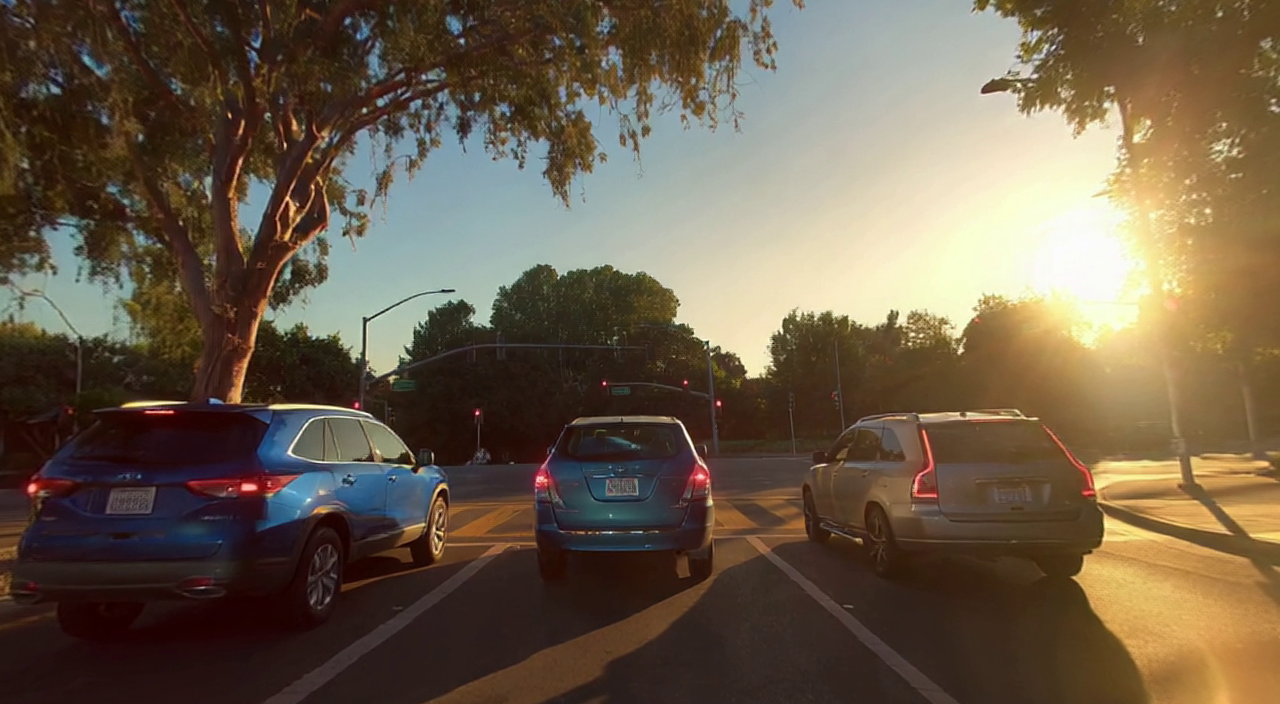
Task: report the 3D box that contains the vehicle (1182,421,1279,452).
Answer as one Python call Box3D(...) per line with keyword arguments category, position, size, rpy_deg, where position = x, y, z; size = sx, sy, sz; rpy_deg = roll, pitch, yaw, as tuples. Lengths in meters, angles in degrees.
Box3D(category="vehicle", position=(32.818, 4.659, 34.761), size=(4.175, 1.634, 1.877), rpy_deg=(1, -8, -5))

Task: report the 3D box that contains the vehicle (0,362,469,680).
Box3D(category="vehicle", position=(-3.271, 1.281, 5.890), size=(2.047, 1.810, 4.414), rpy_deg=(0, -8, 1))

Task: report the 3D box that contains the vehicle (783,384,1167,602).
Box3D(category="vehicle", position=(3.270, 1.488, 7.518), size=(2.083, 1.779, 4.532), rpy_deg=(0, -8, 0))

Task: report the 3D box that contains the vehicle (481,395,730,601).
Box3D(category="vehicle", position=(-0.231, 1.510, 7.317), size=(2.067, 1.702, 3.987), rpy_deg=(0, -8, 2))
